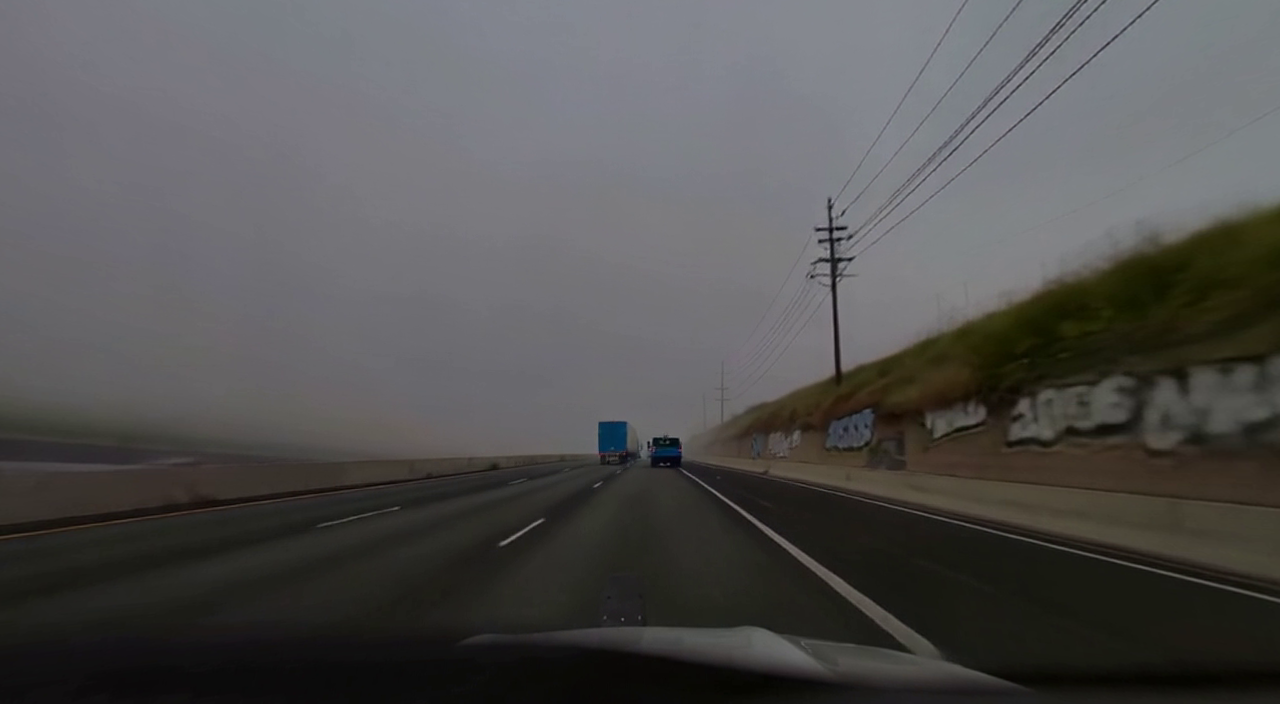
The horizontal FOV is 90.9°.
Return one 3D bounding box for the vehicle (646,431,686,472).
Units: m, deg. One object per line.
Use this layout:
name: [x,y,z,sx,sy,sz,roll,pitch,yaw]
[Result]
vehicle: [1.731,6.907,43.950,2.462,2.627,5.799,0,-9,-1]
